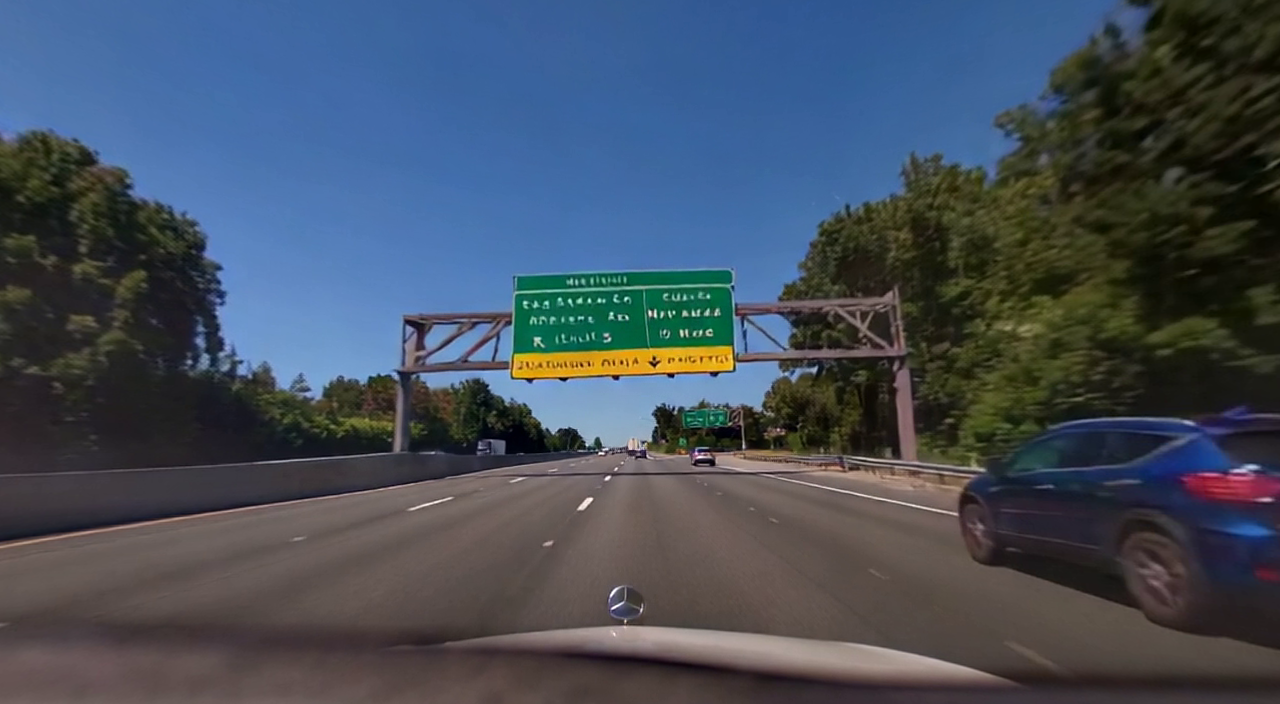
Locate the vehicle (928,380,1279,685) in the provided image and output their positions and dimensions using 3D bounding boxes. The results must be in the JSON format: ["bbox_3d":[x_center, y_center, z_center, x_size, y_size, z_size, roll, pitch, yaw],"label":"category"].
[{"bbox_3d":[4.345,1.210,5.006,1.929,1.604,4.478,0,-9,-1],"label":"vehicle"}]

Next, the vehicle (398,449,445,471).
[{"bbox_3d":[-15.616,7.746,45.347,1.863,1.472,4.351,0,-9,0],"label":"vehicle"}]

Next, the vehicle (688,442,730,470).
[{"bbox_3d":[4.386,6.666,40.671,2.096,1.712,4.697,0,-9,-1],"label":"vehicle"}]
